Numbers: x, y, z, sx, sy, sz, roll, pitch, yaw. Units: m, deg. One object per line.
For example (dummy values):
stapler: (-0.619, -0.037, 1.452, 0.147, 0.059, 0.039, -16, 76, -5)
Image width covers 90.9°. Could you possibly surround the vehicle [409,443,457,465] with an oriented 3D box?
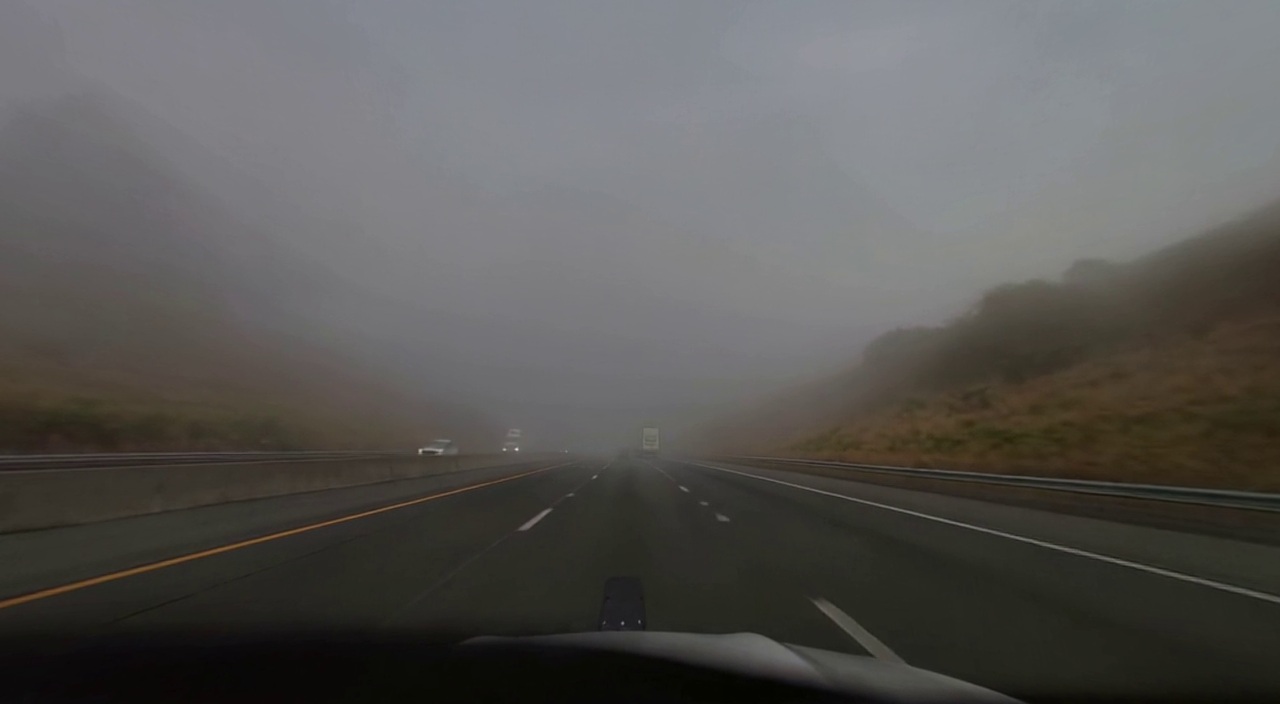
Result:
vehicle: (-15.291, 7.543, 46.751, 2.138, 1.490, 4.344, 0, -9, 0)
